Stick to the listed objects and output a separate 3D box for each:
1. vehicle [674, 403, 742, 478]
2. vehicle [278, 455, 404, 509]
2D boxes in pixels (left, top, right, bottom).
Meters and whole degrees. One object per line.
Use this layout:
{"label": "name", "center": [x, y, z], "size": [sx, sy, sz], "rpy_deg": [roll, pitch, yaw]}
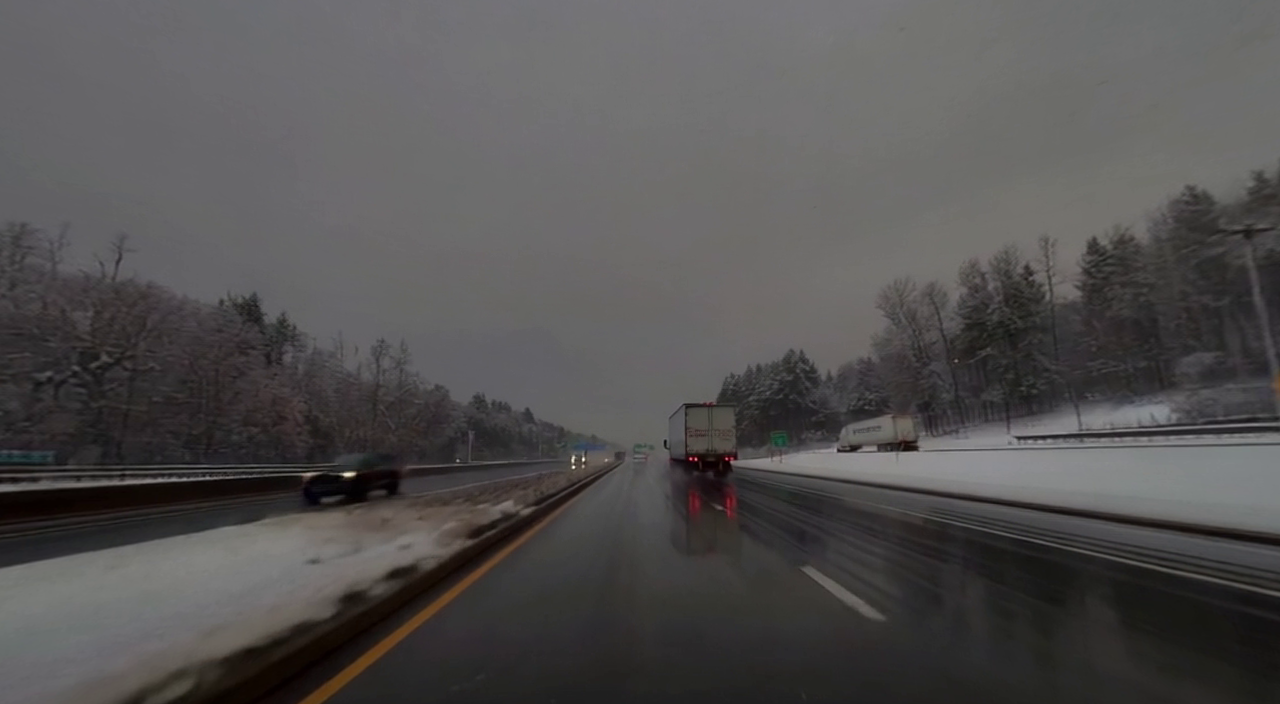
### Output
{"label": "vehicle", "center": [4.121, 5.895, 41.258], "size": [3.185, 4.154, 12.638], "rpy_deg": [0, -9, 1]}
{"label": "vehicle", "center": [-9.161, 3.987, 19.686], "size": [1.908, 1.448, 4.097], "rpy_deg": [0, -9, 0]}
